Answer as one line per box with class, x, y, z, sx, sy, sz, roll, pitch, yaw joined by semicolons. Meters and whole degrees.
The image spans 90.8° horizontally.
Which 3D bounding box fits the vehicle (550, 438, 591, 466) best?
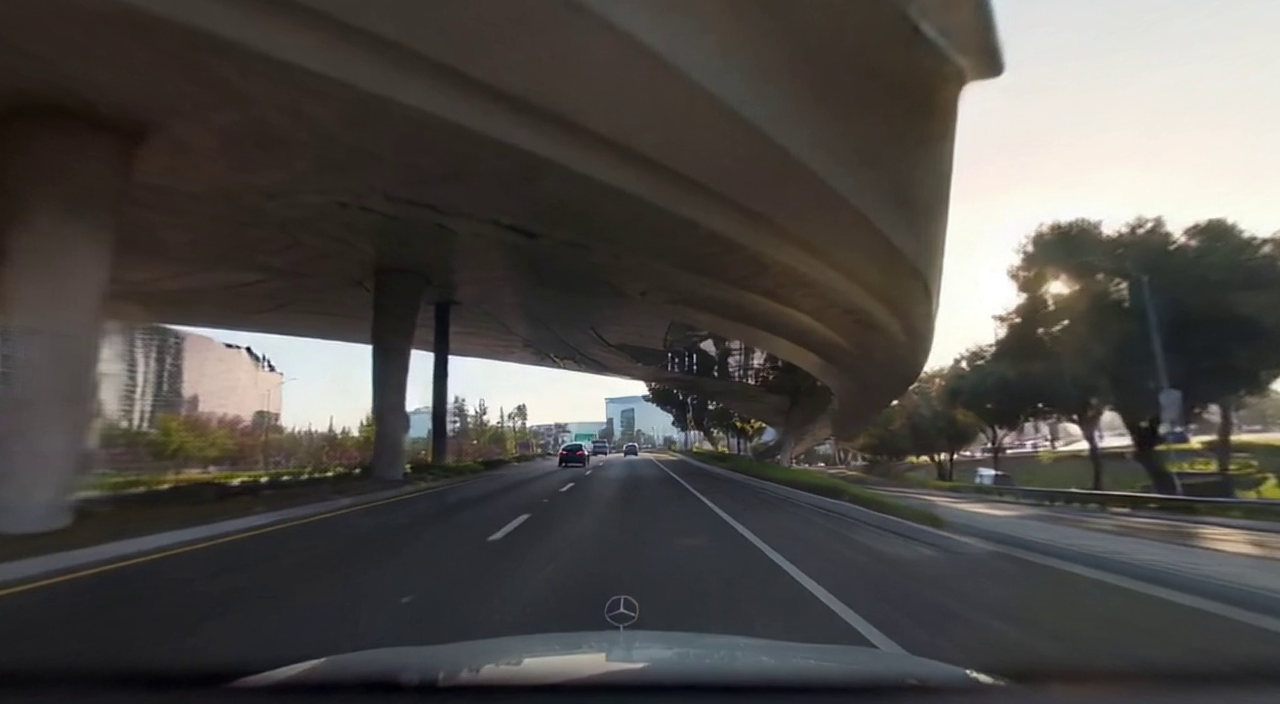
vehicle;-4.047;5.919;37.486;1.984;1.521;4.682;0;-8;-1
